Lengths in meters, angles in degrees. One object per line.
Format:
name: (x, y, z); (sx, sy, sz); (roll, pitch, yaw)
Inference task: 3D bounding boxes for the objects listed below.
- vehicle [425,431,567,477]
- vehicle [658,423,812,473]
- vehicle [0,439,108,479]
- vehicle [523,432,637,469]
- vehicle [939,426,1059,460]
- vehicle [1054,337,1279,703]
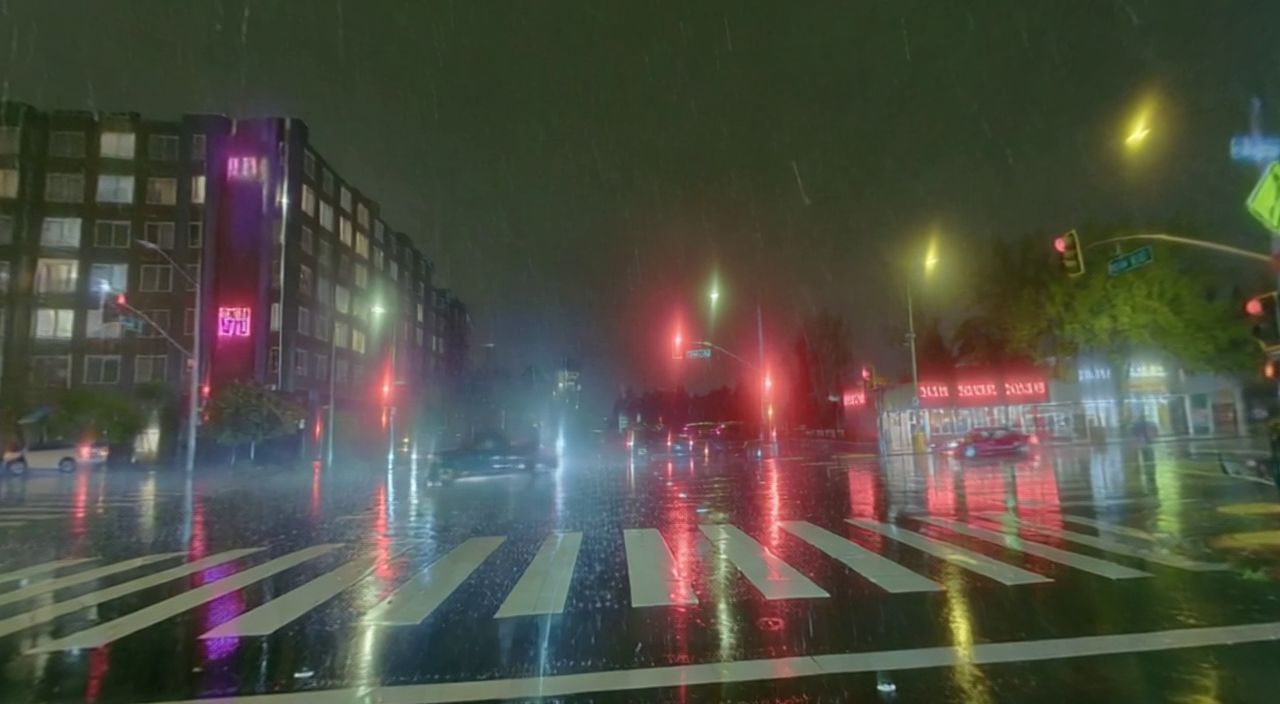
vehicle: (-4.929, 3.548, 22.128); (4.643, 1.476, 1.820); (1, -9, -8)
vehicle: (3.016, 3.107, 20.593); (4.612, 1.521, 1.811); (1, -9, -9)
vehicle: (-31.543, 5.607, 33.543); (2.205, 1.903, 5.877); (1, -9, -10)
vehicle: (-2.448, 3.994, 25.722); (4.461, 1.443, 1.715); (1, -9, -8)
vehicle: (16.104, 4.088, 28.433); (4.475, 1.458, 1.681); (1, -9, -7)
vehicle: (3.013, 0.610, 0.877); (1.866, 1.654, 4.354); (0, -8, 0)
